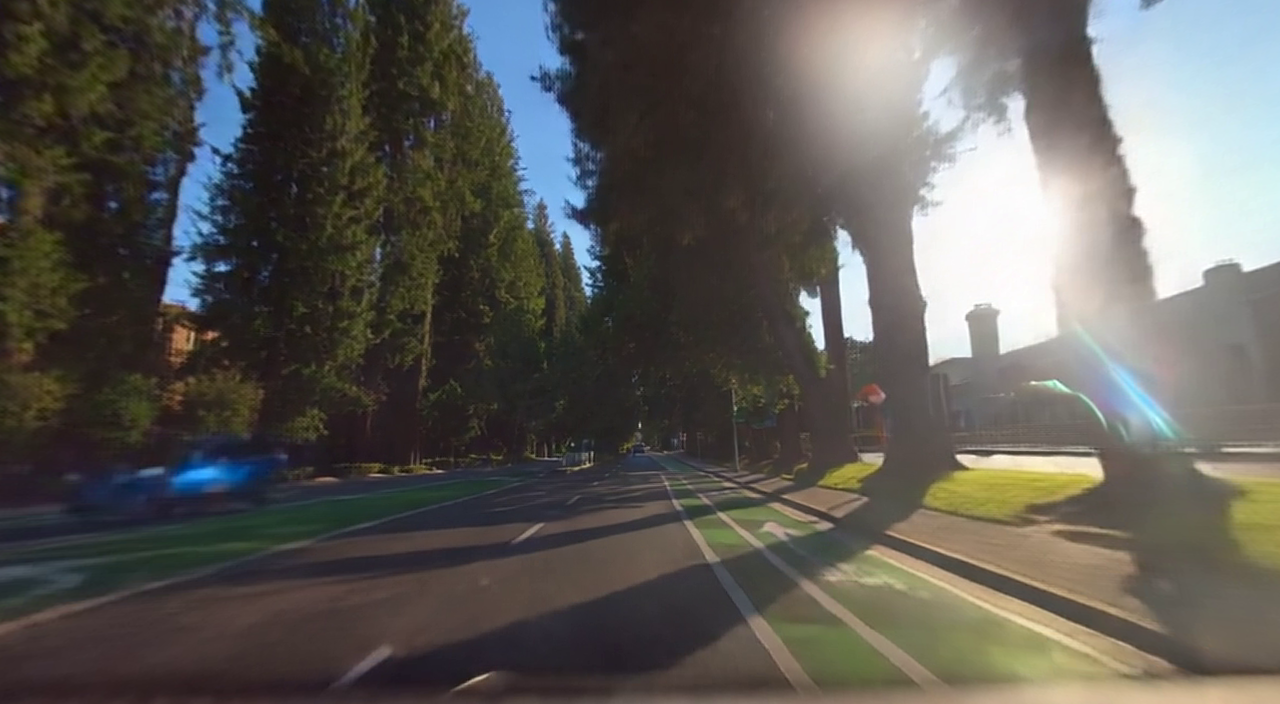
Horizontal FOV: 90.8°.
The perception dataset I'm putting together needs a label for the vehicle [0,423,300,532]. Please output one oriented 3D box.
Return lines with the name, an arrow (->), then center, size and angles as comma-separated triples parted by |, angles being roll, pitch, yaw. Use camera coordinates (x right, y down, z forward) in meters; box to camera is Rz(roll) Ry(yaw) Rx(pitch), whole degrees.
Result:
vehicle -> -9.487, 2.428, 12.856 | 2.248, 1.761, 4.918 | 0, -9, 1
